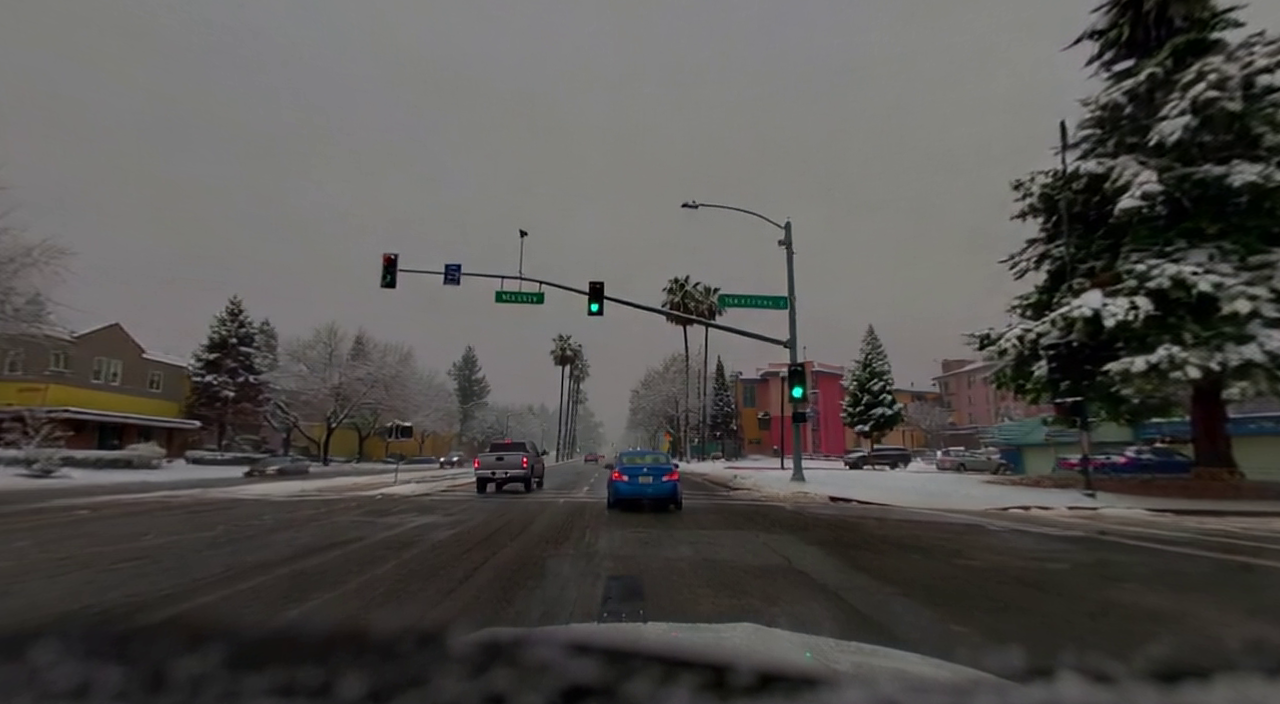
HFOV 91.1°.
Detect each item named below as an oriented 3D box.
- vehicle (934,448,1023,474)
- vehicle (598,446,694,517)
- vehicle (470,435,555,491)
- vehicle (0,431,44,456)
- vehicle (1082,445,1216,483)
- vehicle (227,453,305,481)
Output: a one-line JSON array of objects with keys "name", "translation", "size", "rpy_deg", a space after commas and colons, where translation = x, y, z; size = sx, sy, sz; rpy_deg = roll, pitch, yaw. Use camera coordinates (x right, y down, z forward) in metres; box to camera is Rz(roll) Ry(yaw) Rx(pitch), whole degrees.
[{"name": "vehicle", "translation": [26.192, 8.450, 48.709], "size": [5.602, 1.903, 2.128], "rpy_deg": [0, -9, 1]}, {"name": "vehicle", "translation": [0.079, 3.197, 16.039], "size": [2.122, 1.562, 4.152], "rpy_deg": [0, -9, -2]}, {"name": "vehicle", "translation": [-5.176, 4.631, 26.519], "size": [2.447, 2.062, 5.911], "rpy_deg": [0, -9, -1]}, {"name": "vehicle", "translation": [-43.260, 6.176, 42.540], "size": [1.738, 1.593, 3.979], "rpy_deg": [3, -10, -3]}, {"name": "vehicle", "translation": [23.653, 5.175, 29.308], "size": [1.908, 1.626, 4.559], "rpy_deg": [9, -12, -44]}, {"name": "vehicle", "translation": [-23.403, 7.189, 39.478], "size": [1.913, 1.579, 4.780], "rpy_deg": [0, -9, 0]}]
